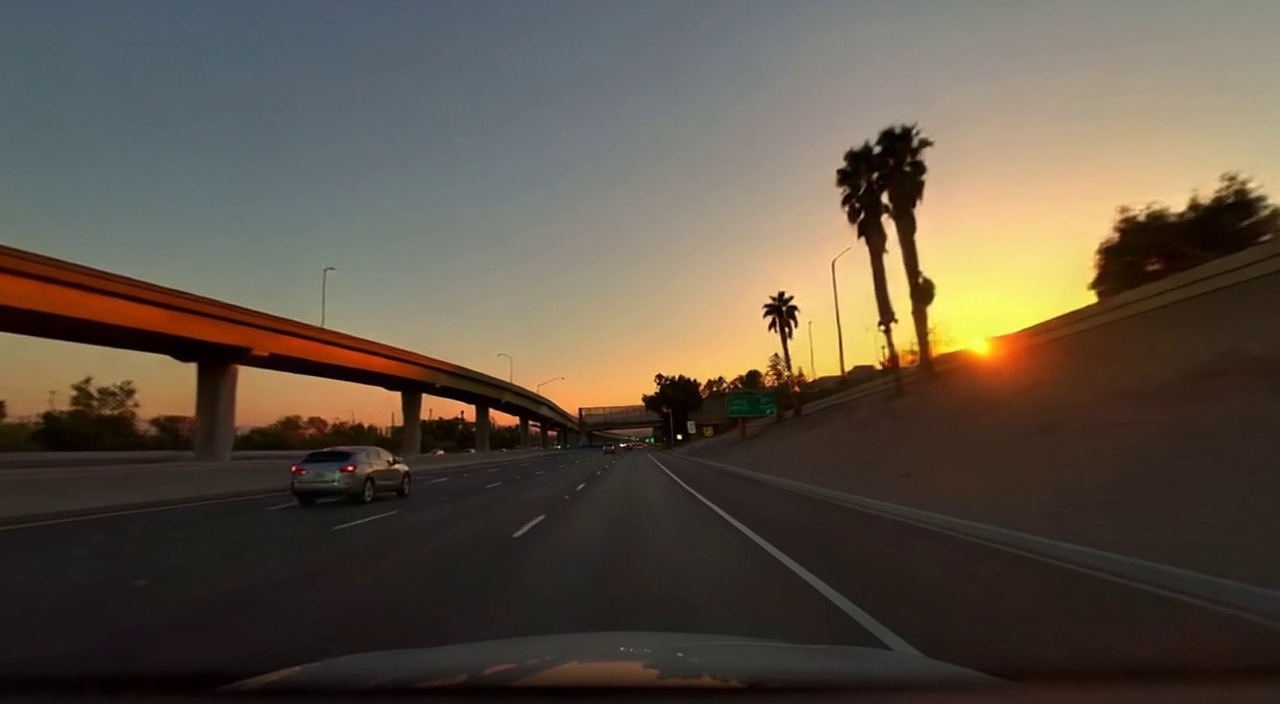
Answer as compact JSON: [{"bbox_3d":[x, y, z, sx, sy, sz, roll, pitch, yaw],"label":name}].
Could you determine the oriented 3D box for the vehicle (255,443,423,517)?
[{"bbox_3d":[-6.908,2.945,15.116,1.914,1.503,4.268,0,-9,0],"label":"vehicle"}]

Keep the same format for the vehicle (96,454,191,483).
[{"bbox_3d":[-28.847,6.736,36.893,1.897,1.522,4.549,0,-9,-1],"label":"vehicle"}]
